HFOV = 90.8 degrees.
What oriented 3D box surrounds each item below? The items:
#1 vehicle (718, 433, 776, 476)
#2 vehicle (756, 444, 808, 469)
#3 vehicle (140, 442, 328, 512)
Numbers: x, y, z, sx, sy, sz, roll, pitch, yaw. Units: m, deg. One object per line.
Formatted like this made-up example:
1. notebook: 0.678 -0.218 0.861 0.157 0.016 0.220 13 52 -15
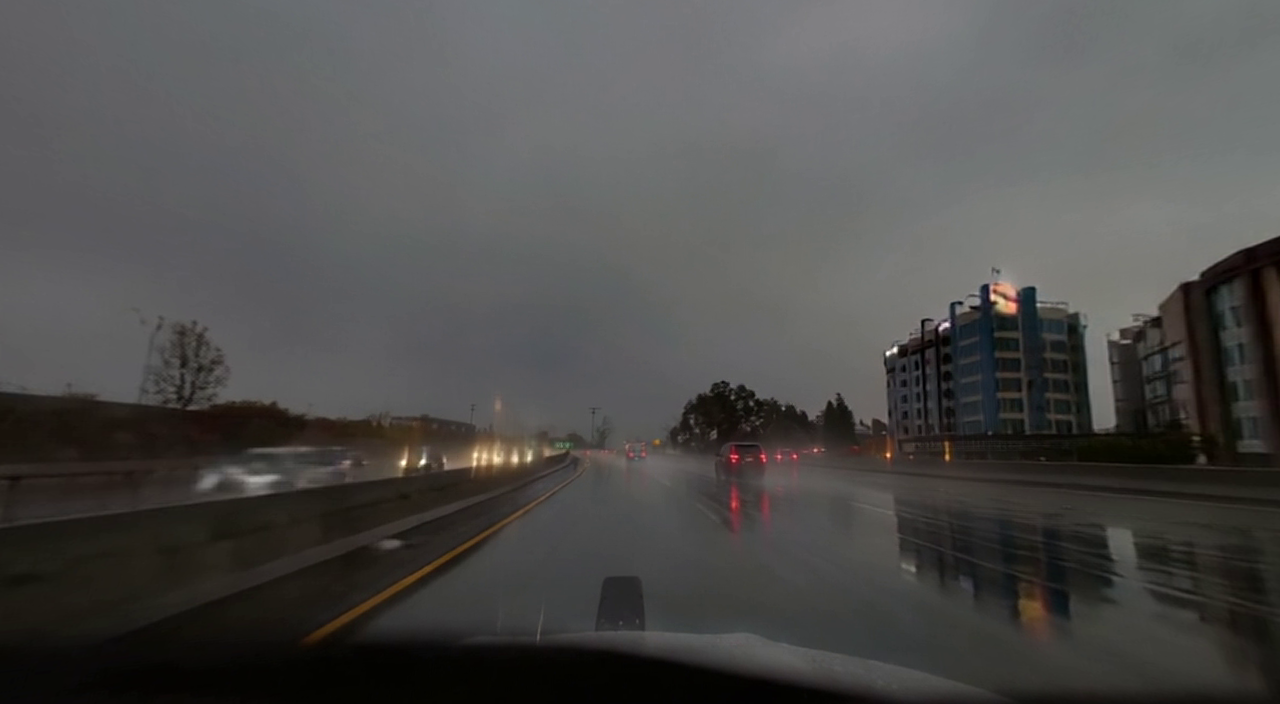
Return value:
1. vehicle: 5.747 5.584 34.617 2.043 2.154 4.731 0 -9 -3
2. vehicle: 9.017 6.674 40.643 1.981 1.508 4.768 0 -9 -3
3. vehicle: -9.885 3.020 15.941 1.799 1.433 4.661 0 -8 -2
